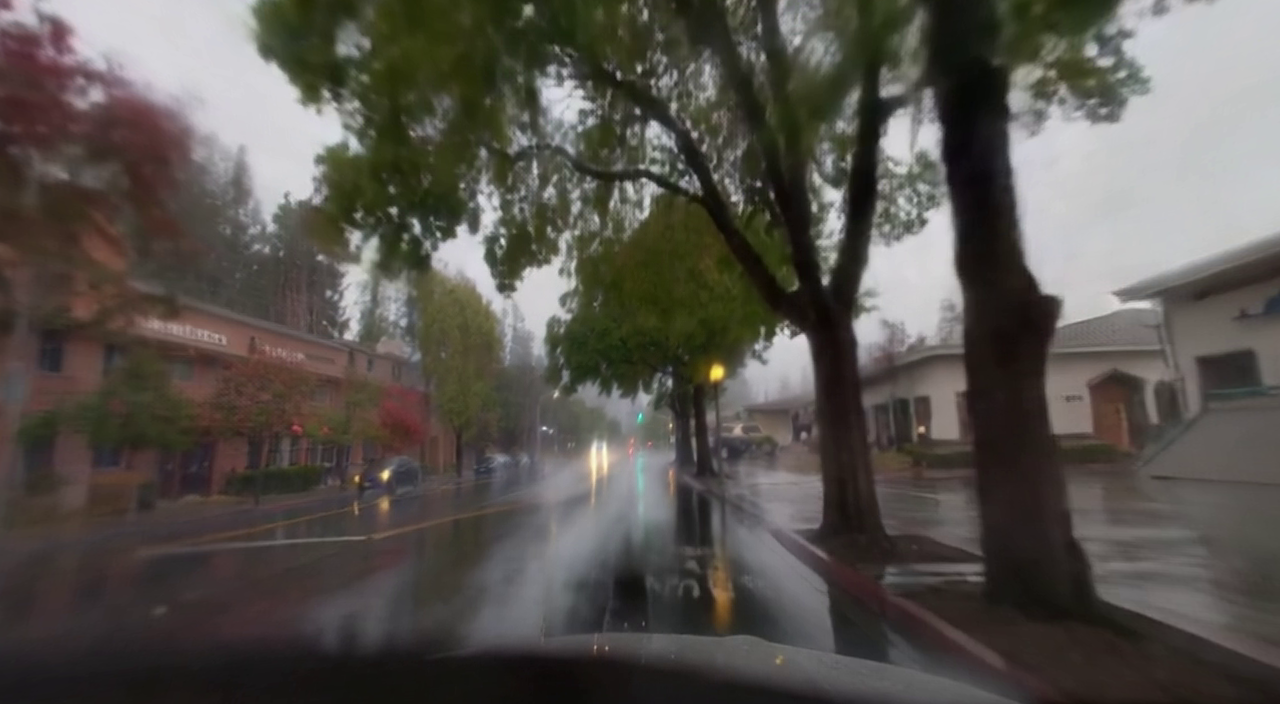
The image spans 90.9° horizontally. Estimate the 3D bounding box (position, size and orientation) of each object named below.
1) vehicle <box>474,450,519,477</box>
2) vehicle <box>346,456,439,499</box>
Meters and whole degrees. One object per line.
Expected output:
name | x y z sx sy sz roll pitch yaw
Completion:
vehicle | -10.215 7.928 45.112 1.995 1.657 4.609 -2 -8 3
vehicle | -9.976 5.075 25.847 1.892 1.484 4.576 0 -9 1
